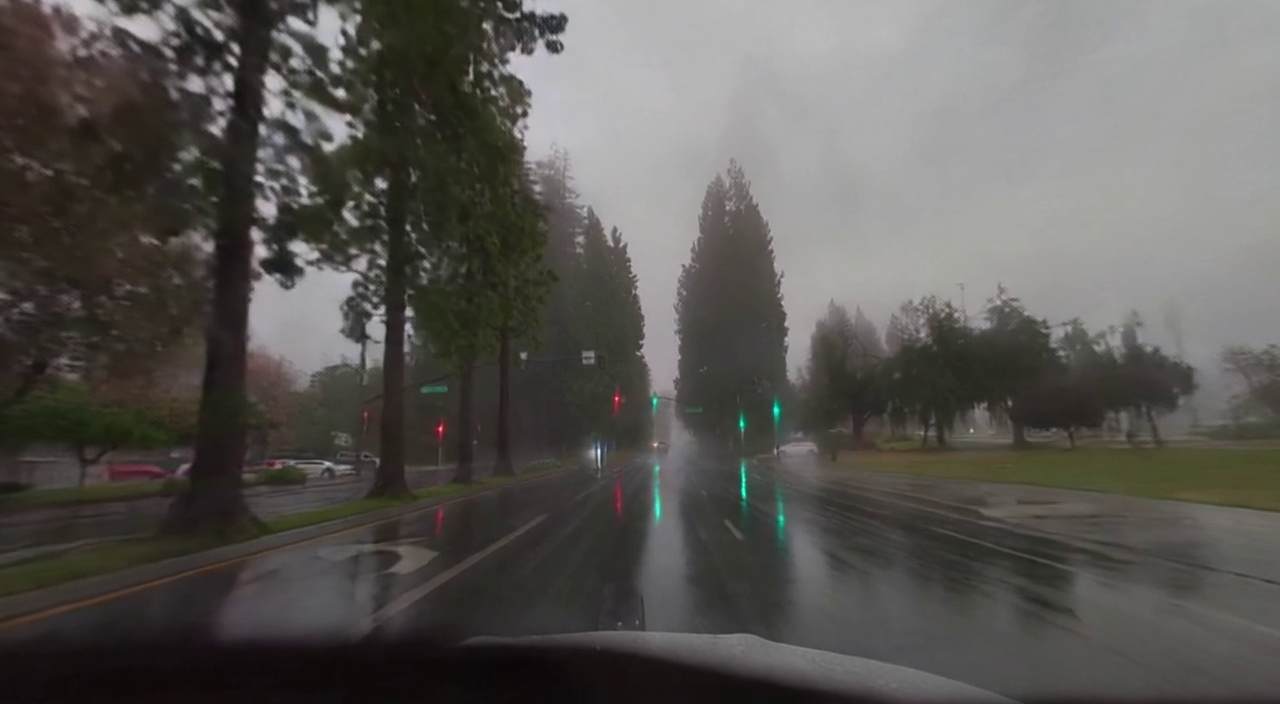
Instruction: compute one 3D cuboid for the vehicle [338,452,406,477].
[{"bbox_3d":[-20.946,8.788,49.495,4.445,1.805,1.944,-2,-8,4],"label":"vehicle"}]
